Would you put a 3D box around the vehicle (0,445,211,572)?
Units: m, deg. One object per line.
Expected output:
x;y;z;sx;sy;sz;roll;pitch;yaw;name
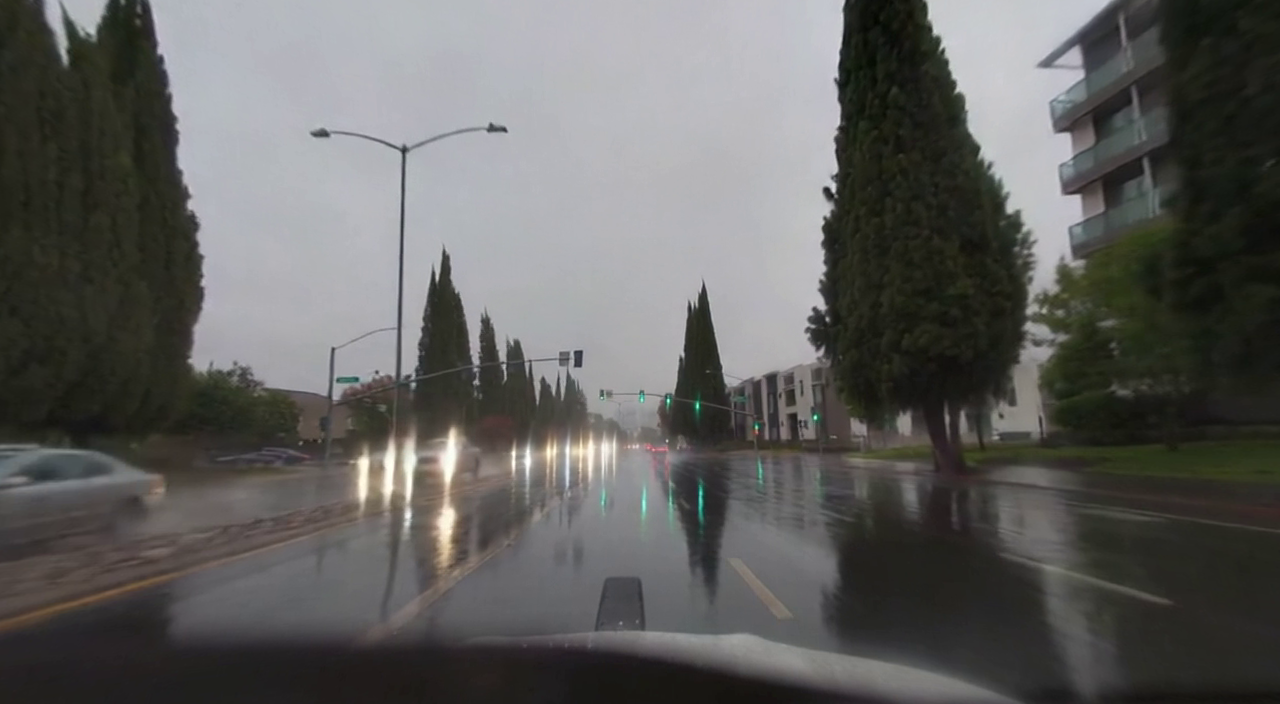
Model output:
-8.454;2.041;8.732;1.899;1.465;4.443;0;-9;0;vehicle

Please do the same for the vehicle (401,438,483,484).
-8.571;4.749;27.847;2.131;1.836;4.670;0;-9;-1;vehicle

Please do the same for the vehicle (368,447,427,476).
-15.335;6.921;40.224;1.978;1.722;4.383;0;-9;0;vehicle
